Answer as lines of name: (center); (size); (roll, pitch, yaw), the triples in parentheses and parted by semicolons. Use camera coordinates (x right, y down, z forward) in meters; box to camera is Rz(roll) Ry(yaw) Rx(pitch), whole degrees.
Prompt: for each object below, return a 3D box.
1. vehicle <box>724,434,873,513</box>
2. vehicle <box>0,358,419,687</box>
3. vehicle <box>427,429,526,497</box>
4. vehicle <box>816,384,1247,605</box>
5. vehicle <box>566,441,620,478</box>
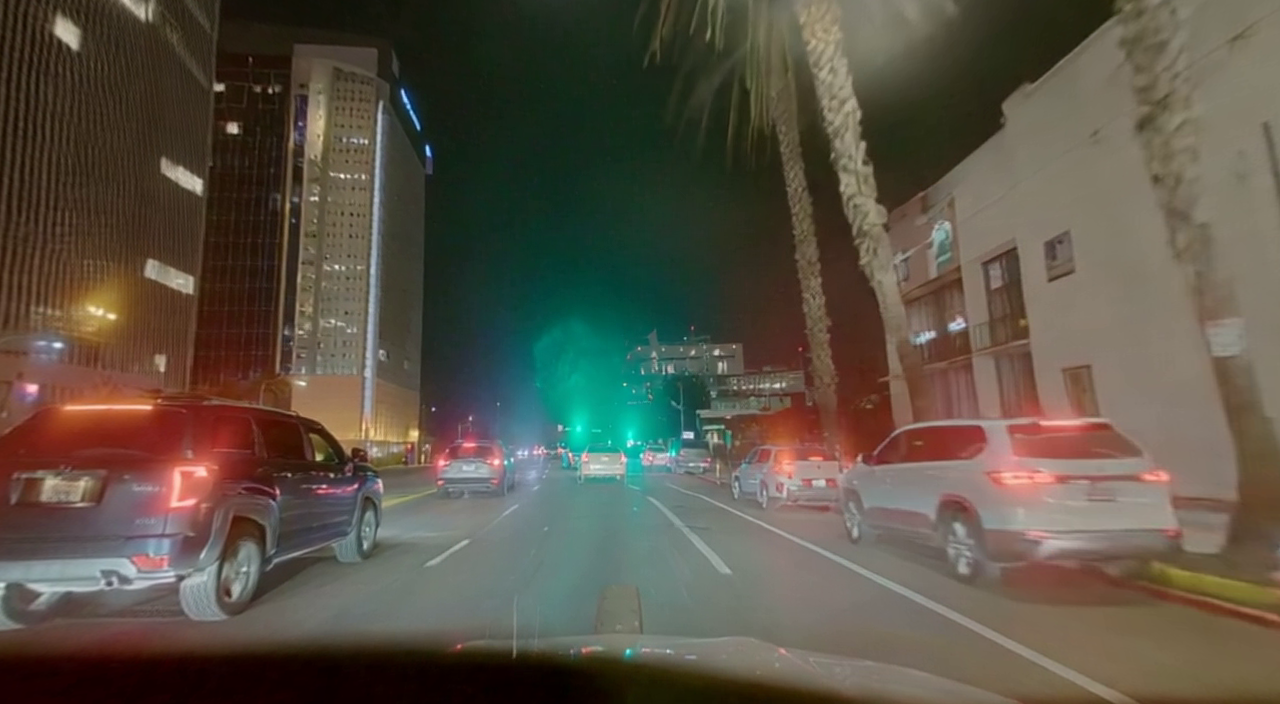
vehicle: (3.441, 2.739, 14.770); (1.808, 1.526, 4.894); (1, -9, -6)
vehicle: (-3.637, 1.236, 5.624); (1.800, 1.797, 4.224); (0, -9, -1)
vehicle: (-4.641, 3.206, 18.579); (2.014, 1.740, 4.392); (1, -9, -4)
vehicle: (3.914, 1.520, 7.588); (1.963, 1.802, 4.648); (1, -9, -4)
vehicle: (-2.066, 4.546, 26.814); (2.036, 1.461, 3.890); (1, -9, -7)
